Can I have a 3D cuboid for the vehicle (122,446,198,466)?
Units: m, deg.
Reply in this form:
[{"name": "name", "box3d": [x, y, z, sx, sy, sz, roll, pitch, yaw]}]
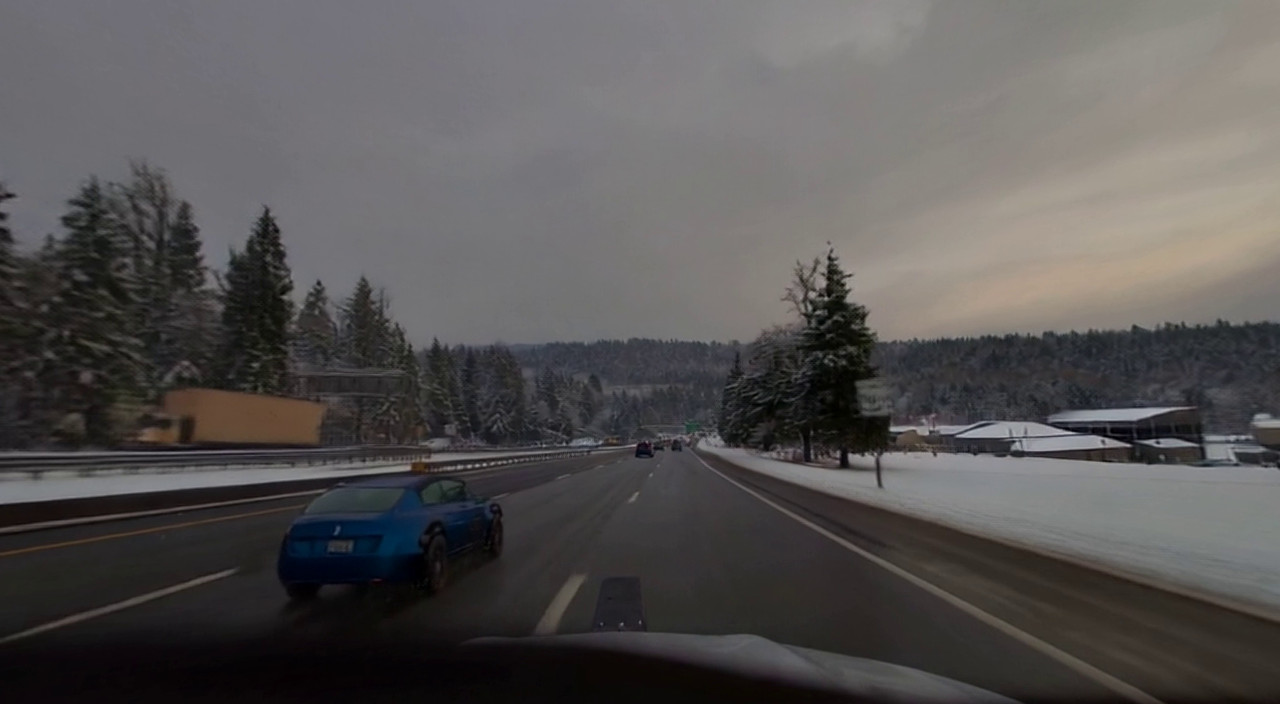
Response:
[{"name": "vehicle", "box3d": [-37.005, 8.005, 48.749, 1.877, 1.463, 4.583, -2, -9, 9]}]
